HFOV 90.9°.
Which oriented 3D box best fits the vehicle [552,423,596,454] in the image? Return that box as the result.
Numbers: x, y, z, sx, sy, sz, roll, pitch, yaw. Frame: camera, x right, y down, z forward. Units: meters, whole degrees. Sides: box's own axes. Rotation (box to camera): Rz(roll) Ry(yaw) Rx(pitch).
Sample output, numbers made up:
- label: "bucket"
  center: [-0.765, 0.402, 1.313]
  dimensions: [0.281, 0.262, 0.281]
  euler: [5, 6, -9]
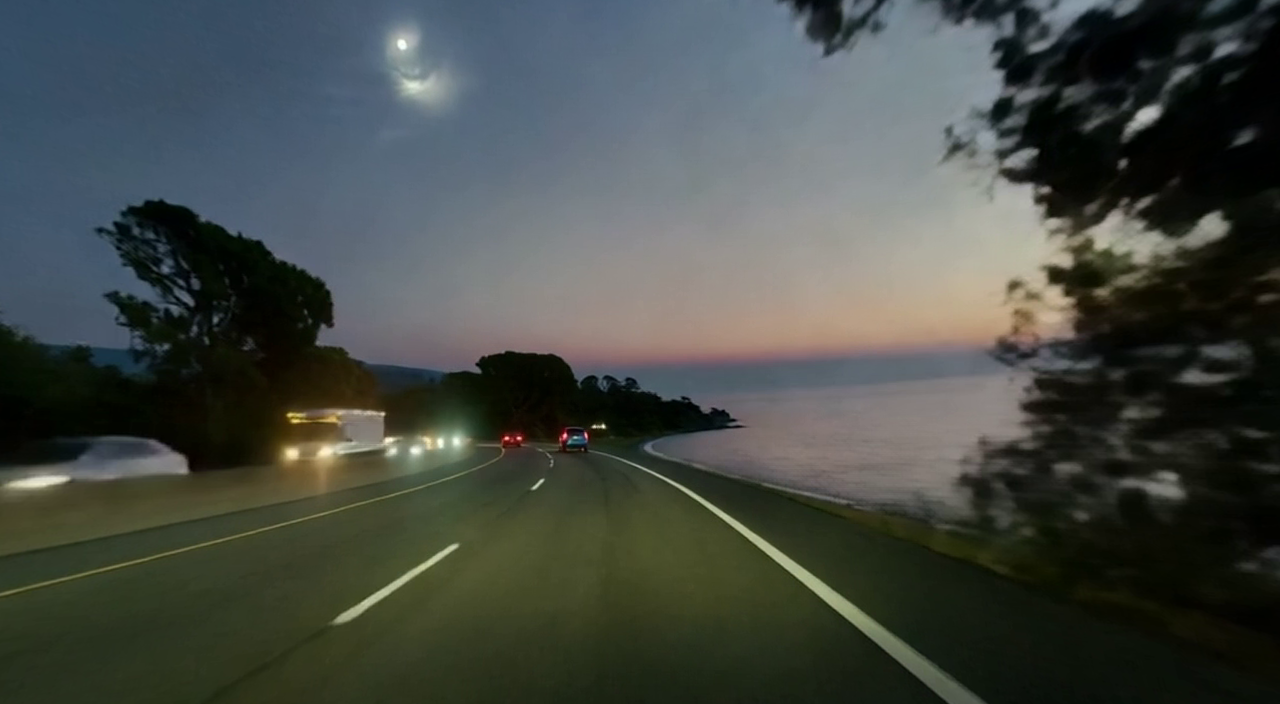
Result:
- label: "vehicle"
  center: [-4.926, 6.396, 46.353]
  dimensions: [2.632, 2.162, 5.529]
  euler: [1, -9, -11]

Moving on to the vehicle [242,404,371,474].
- label: "vehicle"
  center: [-16.738, 4.521, 32.495]
  dimensions: [2.876, 3.122, 8.556]
  euler: [1, -9, -7]

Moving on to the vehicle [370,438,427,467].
- label: "vehicle"
  center: [-13.373, 5.597, 35.240]
  dimensions: [1.987, 1.473, 4.367]
  euler: [1, -9, -8]
